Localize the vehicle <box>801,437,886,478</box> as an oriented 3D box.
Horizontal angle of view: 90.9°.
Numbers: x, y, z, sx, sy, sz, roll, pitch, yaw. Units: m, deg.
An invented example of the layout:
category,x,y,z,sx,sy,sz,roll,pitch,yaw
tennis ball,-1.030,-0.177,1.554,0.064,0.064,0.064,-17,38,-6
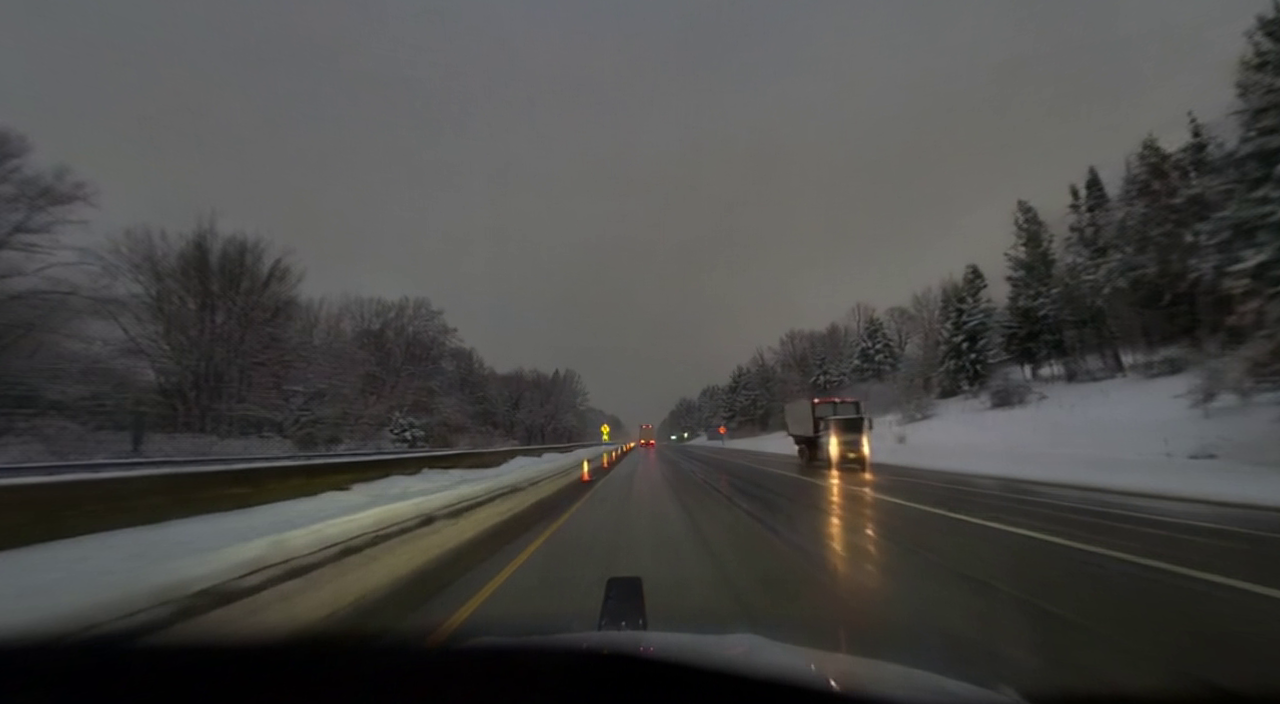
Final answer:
category,x,y,z,sx,sy,sz,roll,pitch,yaw
vehicle,8.484,4.420,26.661,2.611,1.607,3.179,0,-8,2
